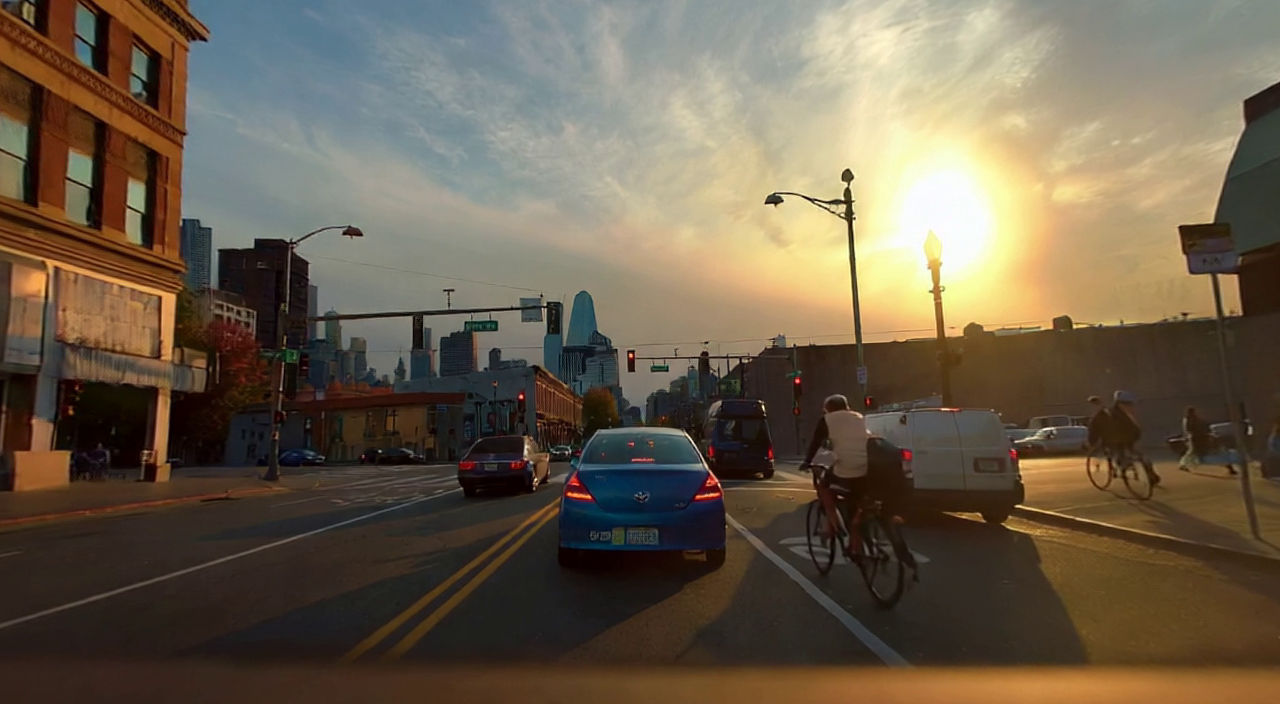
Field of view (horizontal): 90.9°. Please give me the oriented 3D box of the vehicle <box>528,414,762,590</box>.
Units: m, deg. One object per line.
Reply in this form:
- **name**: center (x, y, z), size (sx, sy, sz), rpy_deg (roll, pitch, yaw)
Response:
- **vehicle**: center (0.030, 1.649, 7.721), size (2.091, 1.557, 4.000), rpy_deg (0, -9, 0)

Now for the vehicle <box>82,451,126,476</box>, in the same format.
- **vehicle**: center (-40.448, 8.363, 47.475), size (2.264, 1.722, 4.721), rpy_deg (7, -11, -41)

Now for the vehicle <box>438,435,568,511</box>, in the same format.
- **vehicle**: center (-2.940, 2.708, 14.631), size (2.039, 1.452, 4.489), rpy_deg (0, -9, -1)

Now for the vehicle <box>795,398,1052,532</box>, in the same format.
- **vehicle**: center (4.508, 1.913, 11.130), size (2.142, 1.829, 4.767), rpy_deg (0, -9, -2)
